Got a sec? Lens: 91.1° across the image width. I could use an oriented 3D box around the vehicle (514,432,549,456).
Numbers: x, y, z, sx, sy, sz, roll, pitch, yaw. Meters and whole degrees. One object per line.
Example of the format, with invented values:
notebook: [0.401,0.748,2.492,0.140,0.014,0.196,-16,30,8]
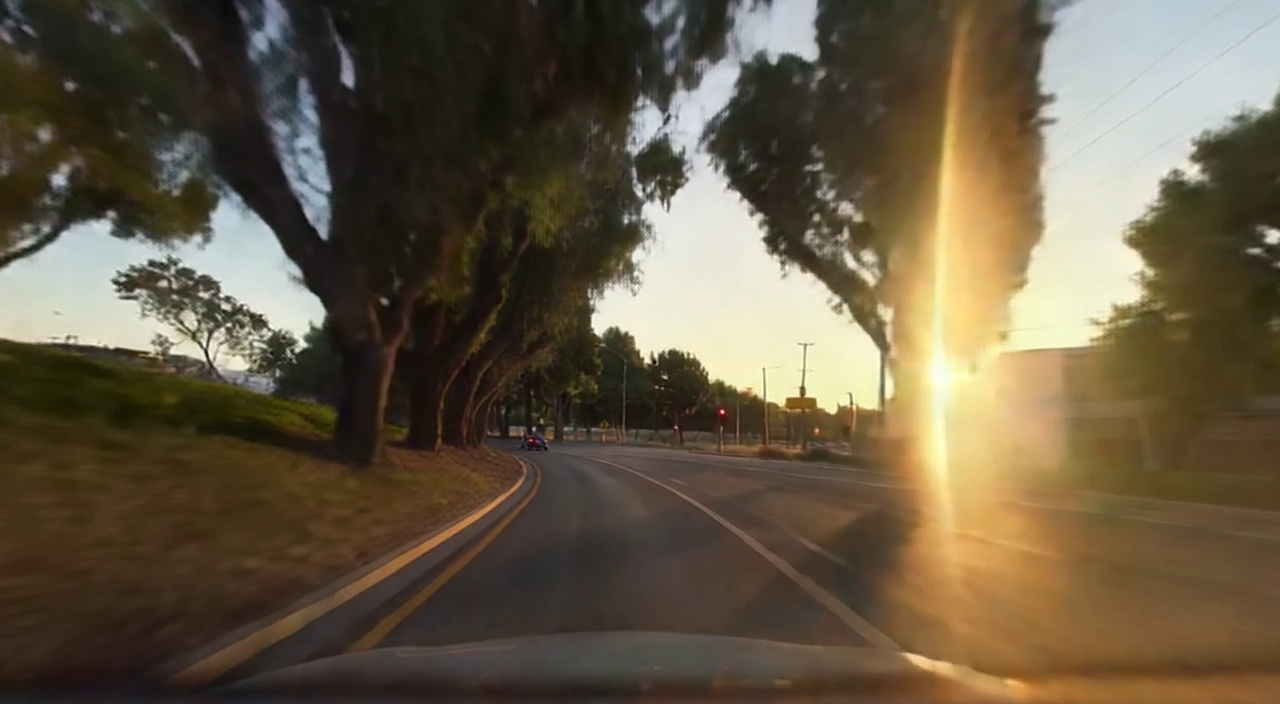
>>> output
vehicle: [-8.339,7.006,47.999,1.947,1.729,4.051,3,-9,-19]
